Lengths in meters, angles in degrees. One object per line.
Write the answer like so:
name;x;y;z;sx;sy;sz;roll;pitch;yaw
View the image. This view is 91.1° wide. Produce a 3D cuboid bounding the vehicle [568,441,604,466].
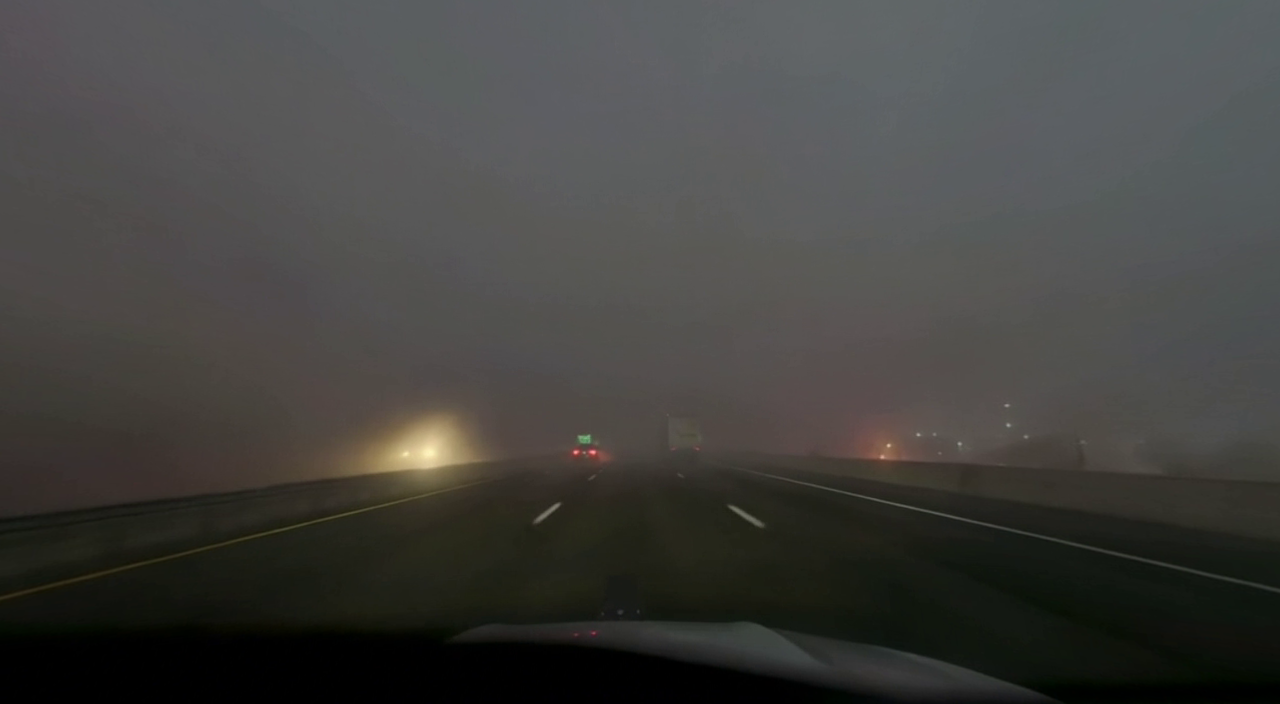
vehicle;-3.552;6.744;41.896;2.100;1.525;4.179;0;-9;-1
